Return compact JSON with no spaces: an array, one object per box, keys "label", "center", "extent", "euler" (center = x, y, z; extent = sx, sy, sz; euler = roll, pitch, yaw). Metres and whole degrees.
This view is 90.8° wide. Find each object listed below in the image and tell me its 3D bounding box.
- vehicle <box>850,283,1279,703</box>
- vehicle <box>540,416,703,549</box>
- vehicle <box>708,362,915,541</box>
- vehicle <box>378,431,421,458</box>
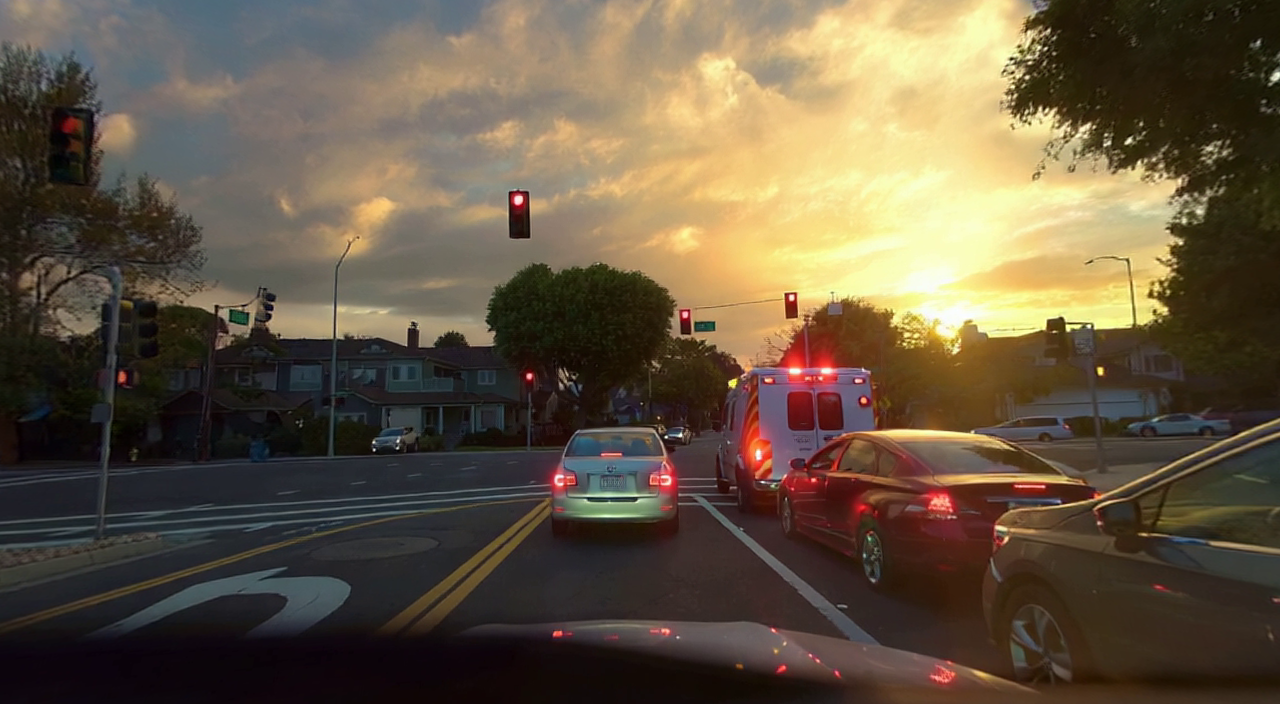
[{"label":"vehicle","center":[2.846,0.894,2.854],"extent":[2.194,1.820,4.652],"euler":[0,-8,0]},{"label":"vehicle","center":[-0.286,1.975,10.174],"extent":[2.114,1.707,3.725],"euler":[0,-8,-1]},{"label":"vehicle","center":[2.879,1.891,12.361],"extent":[2.406,2.687,5.521],"euler":[0,-8,-1]},{"label":"vehicle","center":[-17.747,6.876,46.851],"extent":[2.246,1.880,4.454],"euler":[1,-9,-12]}]
